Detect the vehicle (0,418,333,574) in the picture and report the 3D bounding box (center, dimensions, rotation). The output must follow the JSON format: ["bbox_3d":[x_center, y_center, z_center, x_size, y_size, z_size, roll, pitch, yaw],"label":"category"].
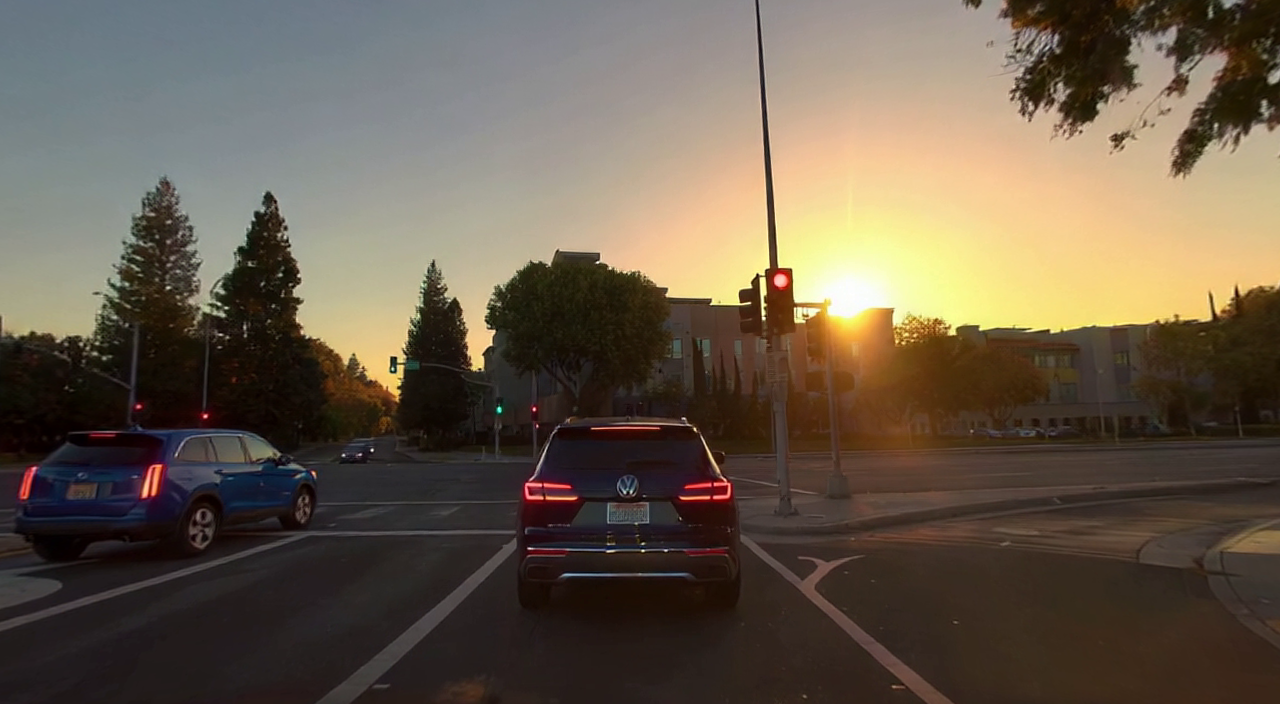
[{"bbox_3d":[-6.396,1.904,9.113,2.020,1.695,4.187,1,-9,-5],"label":"vehicle"}]

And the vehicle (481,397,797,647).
[{"bbox_3d":[-0.149,1.461,6.446,2.154,1.670,4.140,0,-9,-4],"label":"vehicle"}]
